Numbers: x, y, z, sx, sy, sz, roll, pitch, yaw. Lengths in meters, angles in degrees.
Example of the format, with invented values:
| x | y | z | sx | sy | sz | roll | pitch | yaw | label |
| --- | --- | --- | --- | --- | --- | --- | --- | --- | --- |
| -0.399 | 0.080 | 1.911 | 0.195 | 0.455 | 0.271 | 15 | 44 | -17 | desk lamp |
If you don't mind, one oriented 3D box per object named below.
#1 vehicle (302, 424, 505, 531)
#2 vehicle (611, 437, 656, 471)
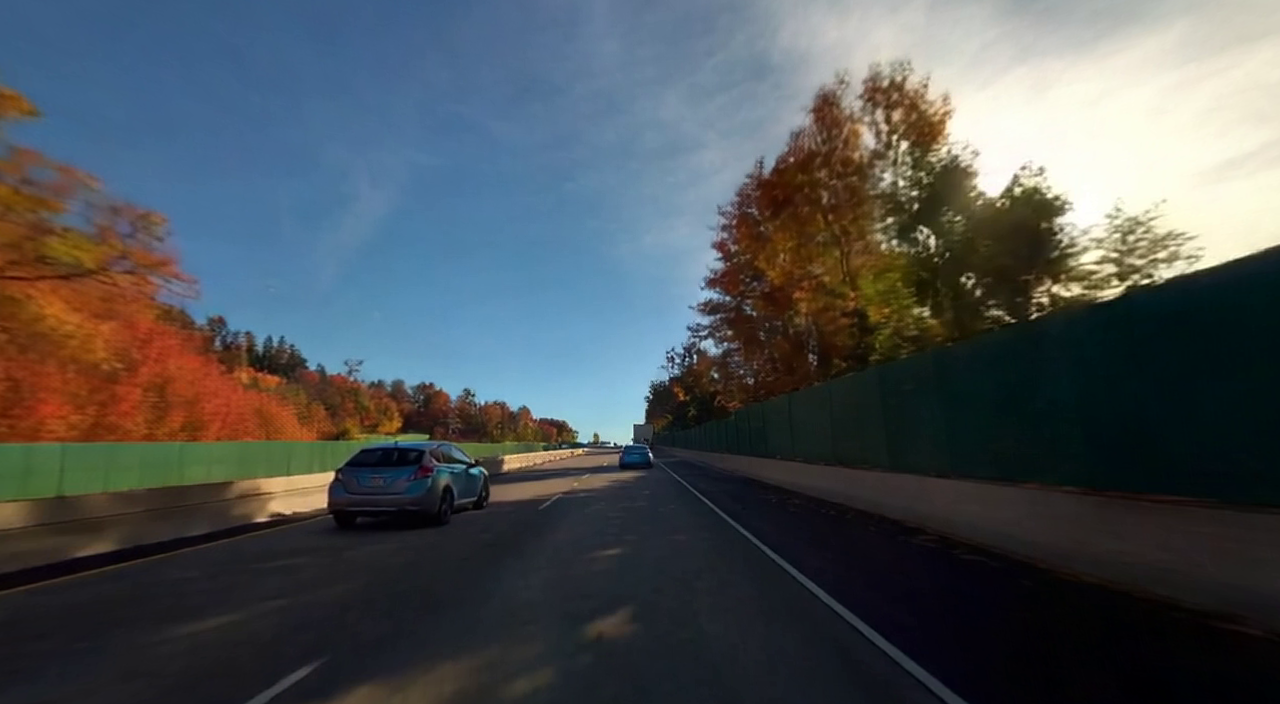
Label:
| x | y | z | sx | sy | sz | roll | pitch | yaw | label |
| --- | --- | --- | --- | --- | --- | --- | --- | --- | --- |
| -3.910 | 2.140 | 11.344 | 2.054 | 1.536 | 4.128 | 0 | -8 | 0 | vehicle |
| -0.341 | 4.920 | 30.523 | 2.057 | 1.516 | 4.065 | 0 | -8 | -1 | vehicle |
